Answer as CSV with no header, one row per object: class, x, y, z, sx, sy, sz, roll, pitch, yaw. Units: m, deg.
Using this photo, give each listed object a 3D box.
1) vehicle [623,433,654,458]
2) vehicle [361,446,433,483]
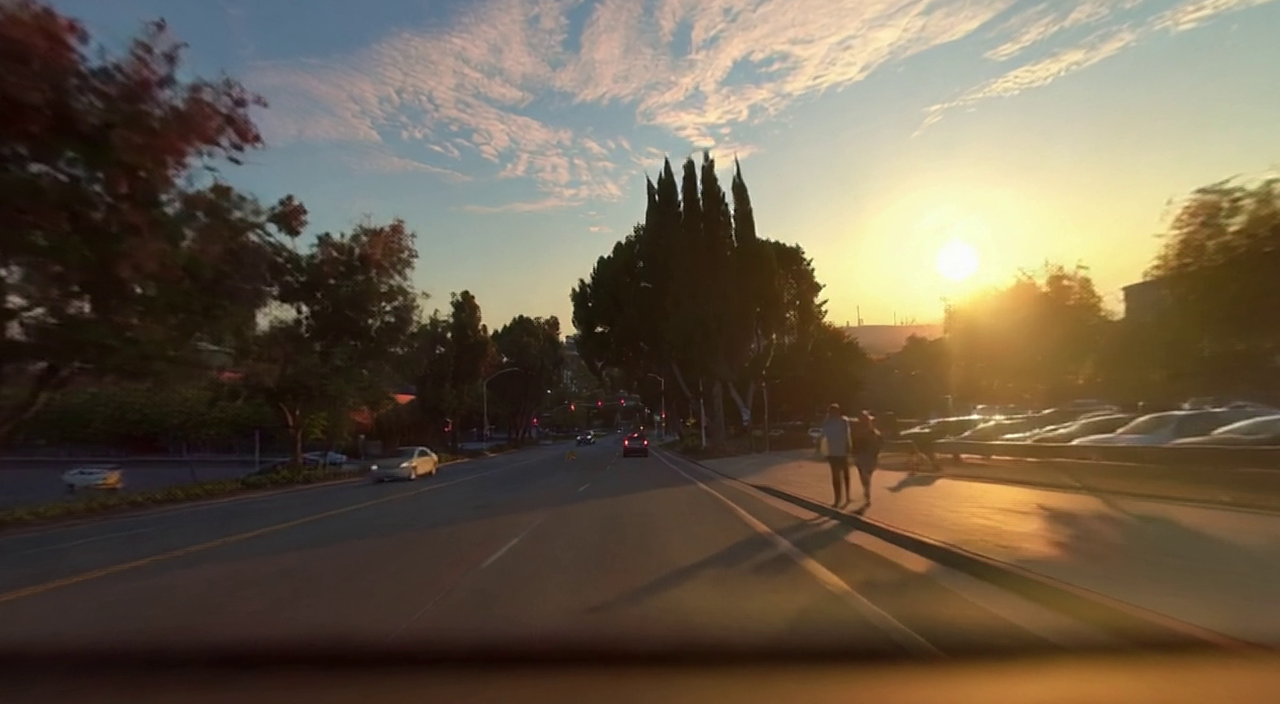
vehicle,-0.130,6.949,46.957,2.228,1.790,4.180,0,-8,-1
vehicle,-12.356,5.700,32.470,2.117,1.724,4.366,0,-8,-2
